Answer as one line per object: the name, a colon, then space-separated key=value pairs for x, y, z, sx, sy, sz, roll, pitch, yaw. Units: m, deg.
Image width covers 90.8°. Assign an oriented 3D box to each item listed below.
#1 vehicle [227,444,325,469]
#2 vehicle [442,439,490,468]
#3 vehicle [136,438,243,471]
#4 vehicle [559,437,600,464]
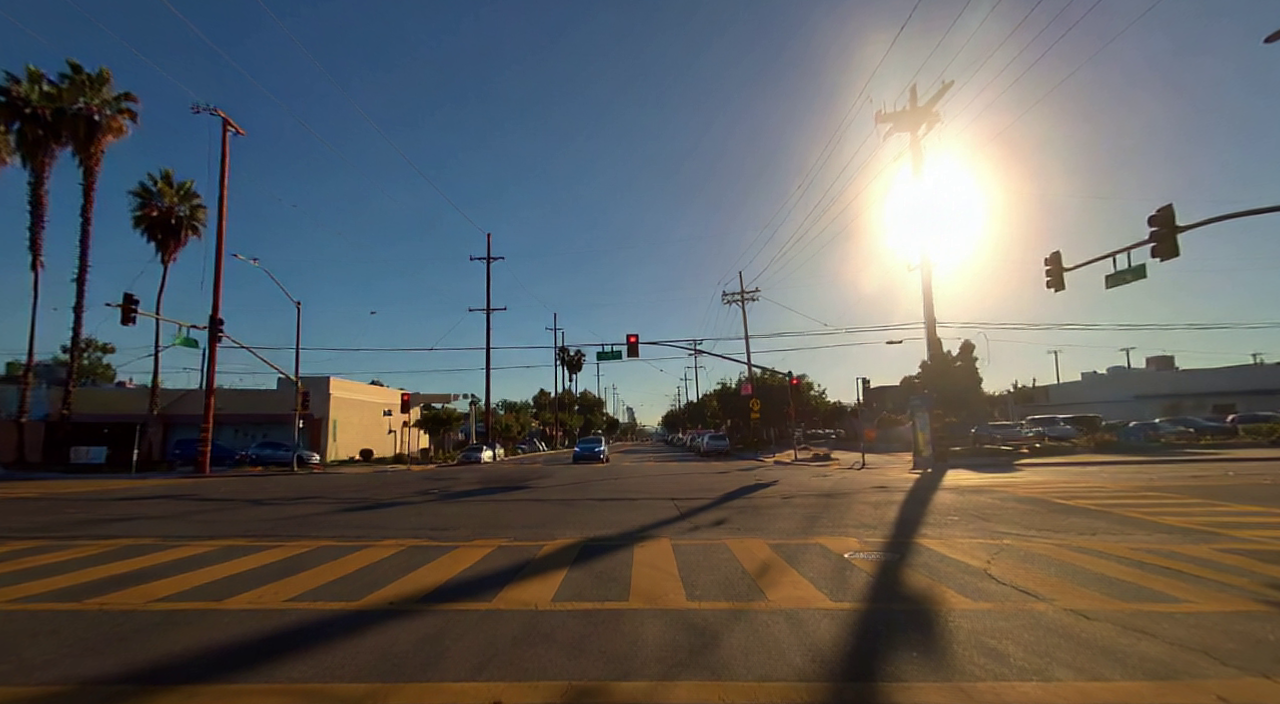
vehicle: x=-22.303 y=6.418 z=38.840 sx=4.849 sy=1.444 sz=1.881 roll=0 pitch=-8 yaw=1
vehicle: x=-11.964 y=6.988 z=43.726 sx=2.016 sy=1.717 sz=4.287 roll=-2 pitch=-7 yaw=1
vehicle: x=-25.913 y=5.915 z=36.456 sx=4.613 sy=1.820 sz=2.021 roll=-1 pitch=-9 yaw=3
vehicle: x=-3.541 y=5.938 z=38.115 sx=2.223 sy=1.490 sz=5.094 roll=0 pitch=-8 yaw=-3
